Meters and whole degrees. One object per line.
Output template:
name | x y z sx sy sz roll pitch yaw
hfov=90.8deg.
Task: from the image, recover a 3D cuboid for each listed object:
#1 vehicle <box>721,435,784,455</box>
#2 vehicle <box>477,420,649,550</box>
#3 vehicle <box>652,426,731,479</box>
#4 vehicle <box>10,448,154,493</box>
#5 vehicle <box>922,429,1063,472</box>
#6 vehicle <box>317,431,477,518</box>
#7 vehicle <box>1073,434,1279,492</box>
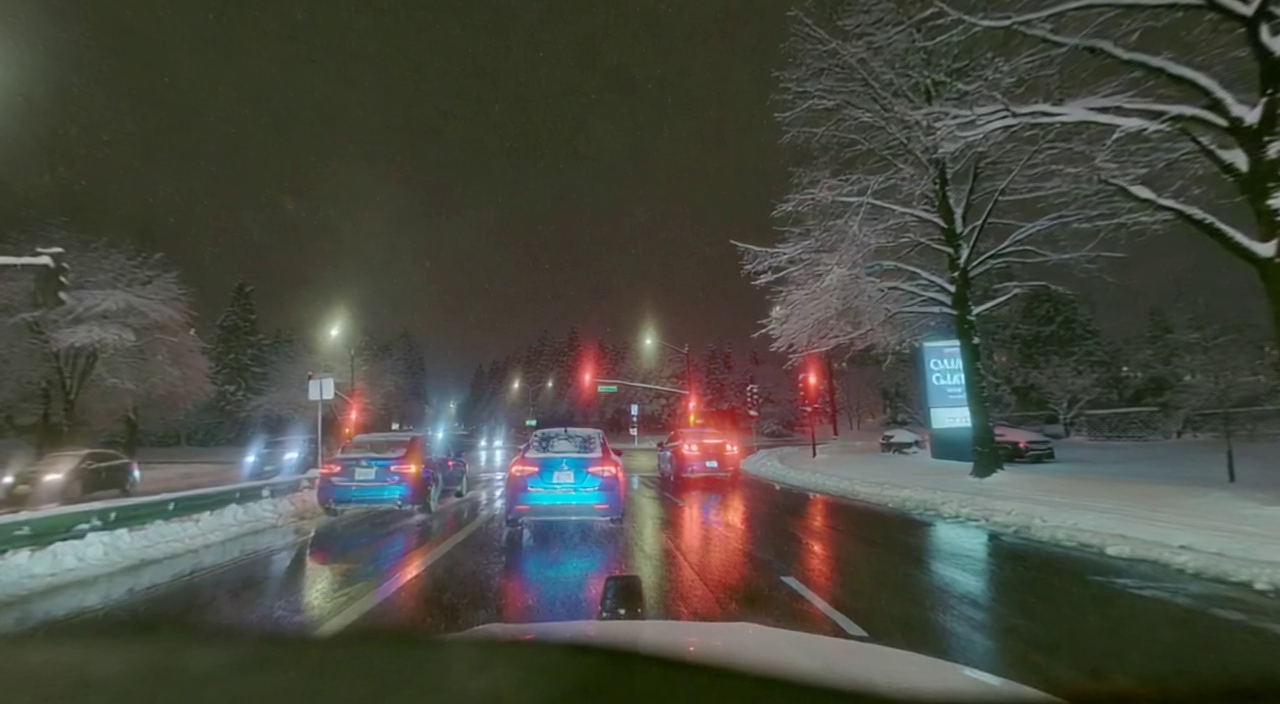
vehicle | 8.584 7.128 48.420 4.428 1.478 1.772 1 -9 -5
vehicle | -1.136 1.900 9.748 2.045 1.533 4.183 1 -8 -6
vehicle | 1.714 3.561 22.532 2.028 1.678 4.220 1 -8 -6
vehicle | -22.690 4.806 25.997 2.058 1.640 4.414 0 -8 -4
vehicle | 13.950 3.896 25.168 4.393 1.621 2.067 1 -8 -6
vehicle | -4.649 2.381 12.775 1.998 1.452 3.773 1 -8 -5
vehicle | 14.251 2.927 16.828 4.242 1.423 1.802 1 -8 -7
